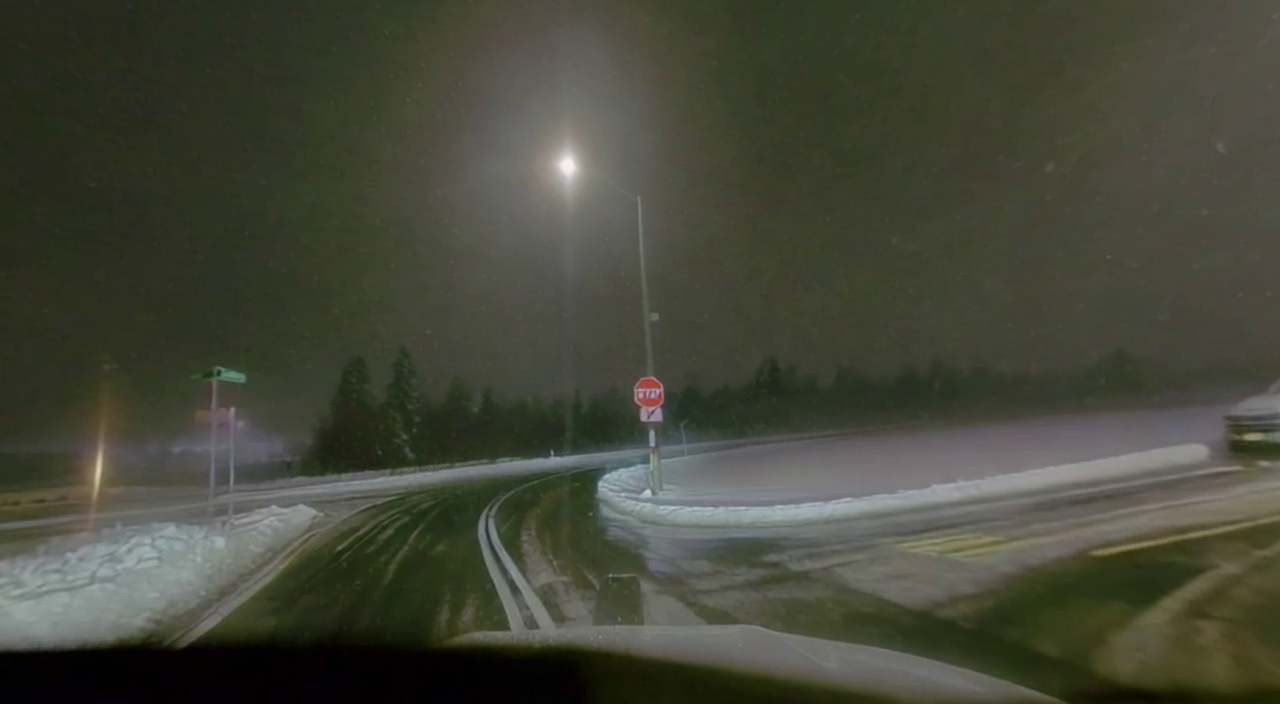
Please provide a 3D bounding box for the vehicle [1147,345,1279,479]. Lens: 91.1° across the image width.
[{"bbox_3d":[10.065,0.572,8.833,4.403,1.574,1.914,-9,-7,-11],"label":"vehicle"}]
